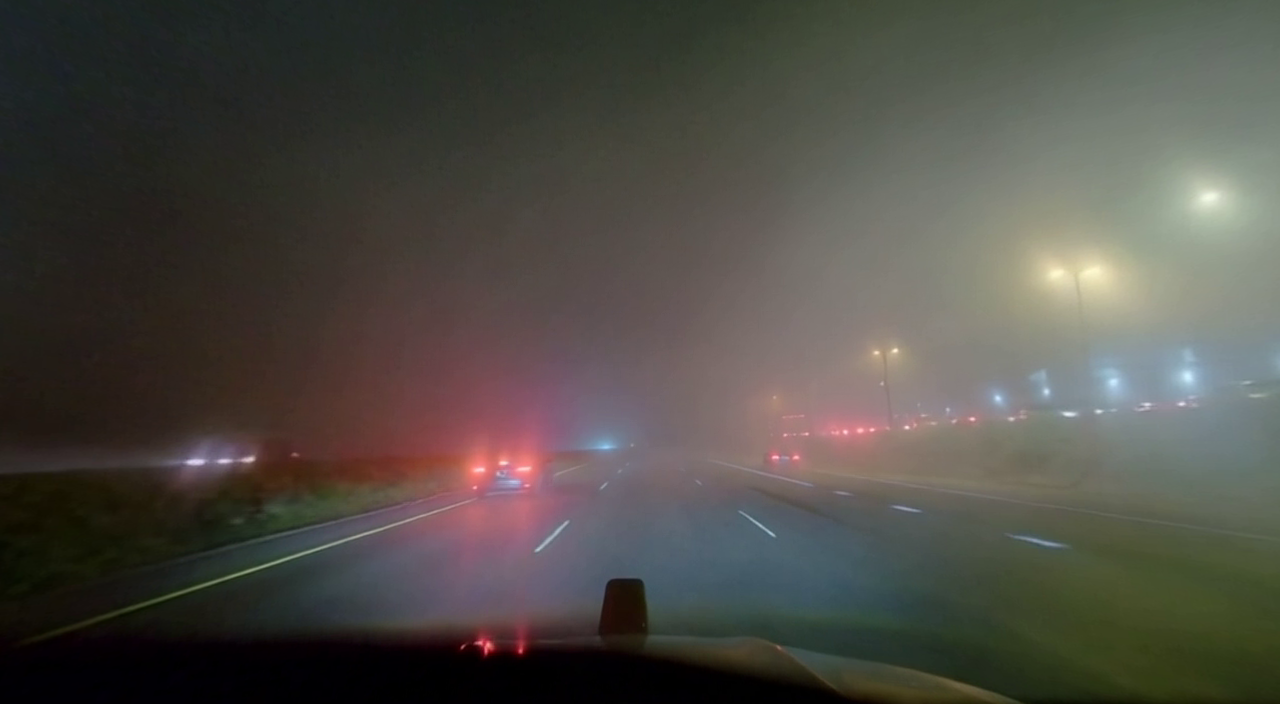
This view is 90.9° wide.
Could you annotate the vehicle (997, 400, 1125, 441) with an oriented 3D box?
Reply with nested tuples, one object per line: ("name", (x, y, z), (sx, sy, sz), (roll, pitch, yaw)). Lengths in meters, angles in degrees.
("vehicle", (19.711, 3.285, 29.632), (4.728, 1.706, 1.975), (-7, -11, 36))

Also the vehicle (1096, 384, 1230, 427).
("vehicle", (20.947, 2.207, 25.465), (3.860, 1.519, 1.697), (-6, -10, 33))

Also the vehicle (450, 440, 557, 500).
("vehicle", (-3.798, 3.369, 18.425), (2.021, 1.526, 4.385), (0, -8, 2))

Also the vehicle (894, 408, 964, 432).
("vehicle", (21.524, 5.098, 46.935), (4.459, 1.642, 1.856), (-5, -10, 30))
